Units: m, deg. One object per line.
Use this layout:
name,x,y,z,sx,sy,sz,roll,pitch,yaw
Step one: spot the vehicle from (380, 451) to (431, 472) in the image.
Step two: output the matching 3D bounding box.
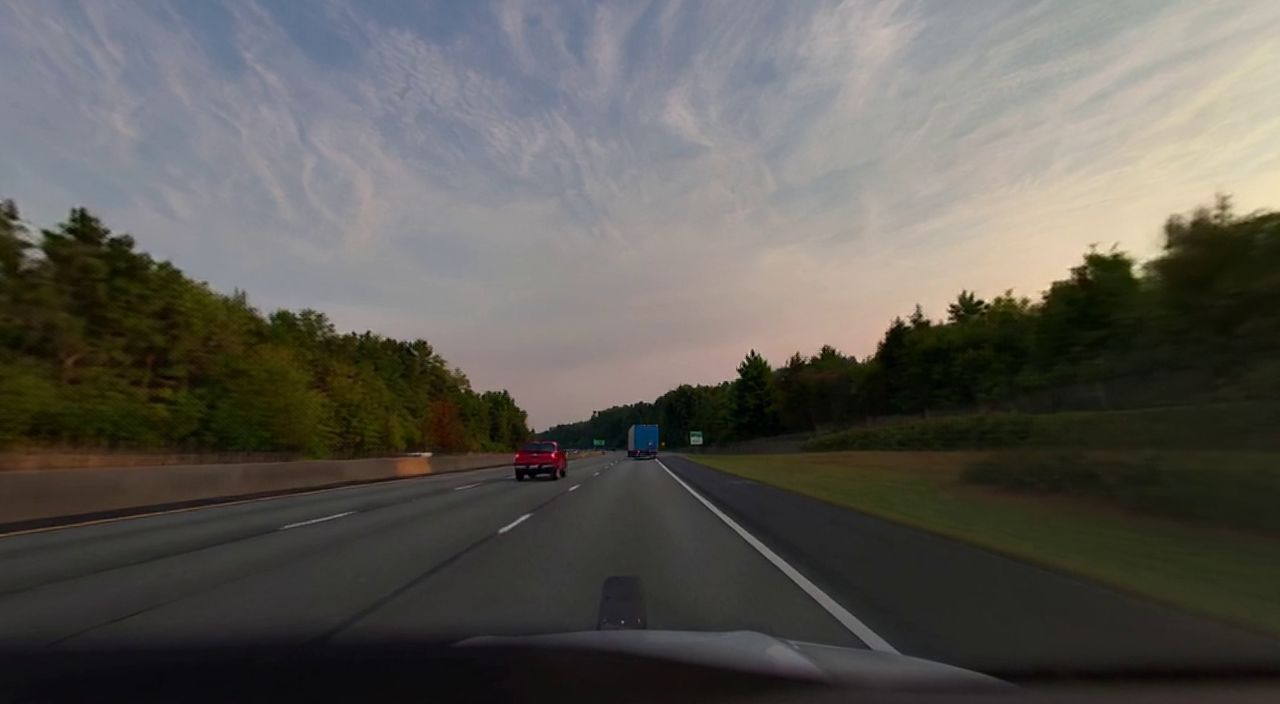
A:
vehicle,-16.950,7.907,45.787,1.899,1.457,4.617,0,-9,0

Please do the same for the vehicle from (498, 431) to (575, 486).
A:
vehicle,-3.939,4.187,25.012,2.124,1.888,5.226,0,-9,0
